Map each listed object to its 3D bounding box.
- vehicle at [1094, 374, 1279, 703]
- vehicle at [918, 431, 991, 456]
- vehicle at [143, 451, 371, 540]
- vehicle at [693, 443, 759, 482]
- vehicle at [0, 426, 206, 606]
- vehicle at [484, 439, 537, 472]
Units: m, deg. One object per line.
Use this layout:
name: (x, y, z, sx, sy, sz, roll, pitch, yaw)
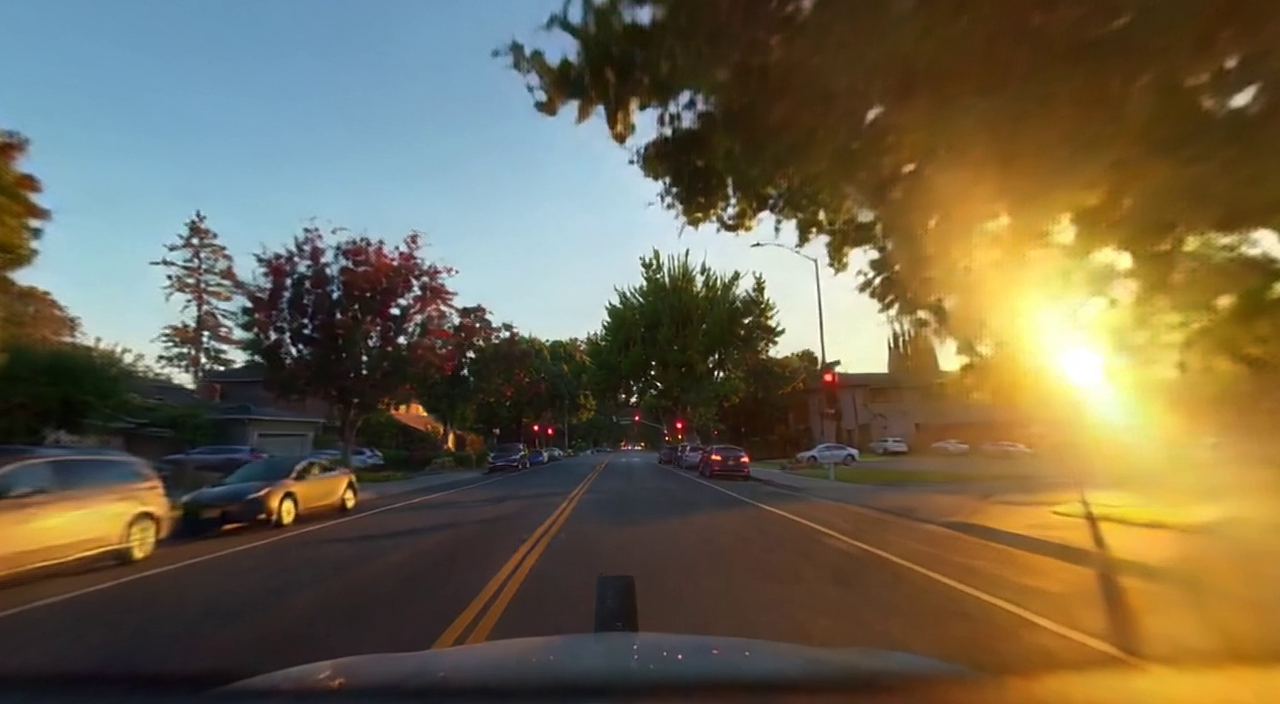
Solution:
vehicle: (4.257, 0.807, 2.067, 1.992, 1.703, 4.503, 0, -9, -3)
vehicle: (24.393, 7.102, 49.075, 4.476, 1.795, 2.055, -1, -9, -2)
vehicle: (-7.363, 2.751, 12.828, 1.954, 1.430, 4.395, 0, -9, -2)
vehicle: (3.633, 4.753, 27.584, 1.955, 1.536, 4.395, 1, -9, -4)
vehicle: (-7.217, 1.685, 6.778, 2.092, 1.706, 4.356, 0, -9, -2)
vehicle: (-8.397, 6.744, 41.443, 2.420, 2.004, 5.615, 0, -9, -2)
